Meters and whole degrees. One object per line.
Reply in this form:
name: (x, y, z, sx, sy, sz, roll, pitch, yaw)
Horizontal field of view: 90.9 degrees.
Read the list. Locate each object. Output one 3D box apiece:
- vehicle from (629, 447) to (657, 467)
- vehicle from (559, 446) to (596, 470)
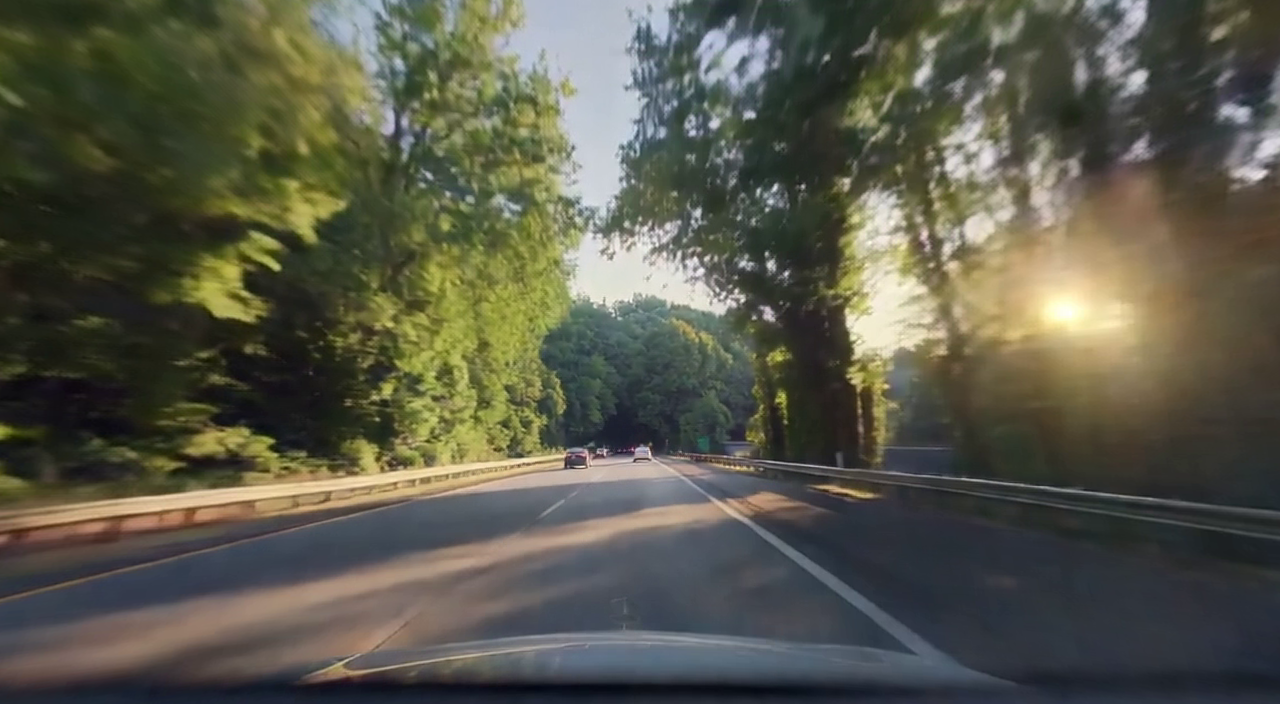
vehicle: (0.225, 8.016, 48.157, 1.989, 1.402, 3.831, 0, -9, 0)
vehicle: (-4.106, 7.056, 42.119, 2.112, 1.498, 4.117, 0, -9, -1)
